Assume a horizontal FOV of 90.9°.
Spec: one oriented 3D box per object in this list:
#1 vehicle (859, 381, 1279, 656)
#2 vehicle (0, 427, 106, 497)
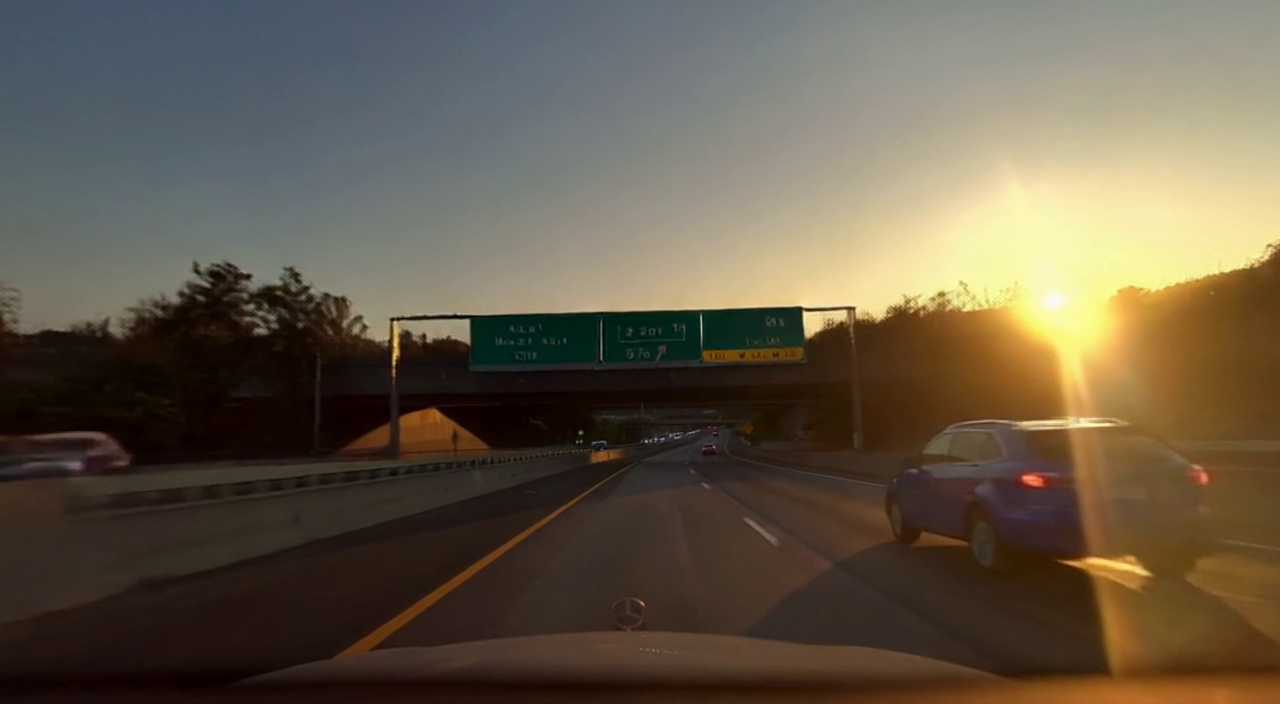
[{"bbox_3d":[4.000,1.367,6.221,2.143,1.730,4.303,0,-8,1],"label":"vehicle"},{"bbox_3d":[-17.097,2.852,16.365,2.176,1.729,4.737,-1,-8,2],"label":"vehicle"}]
